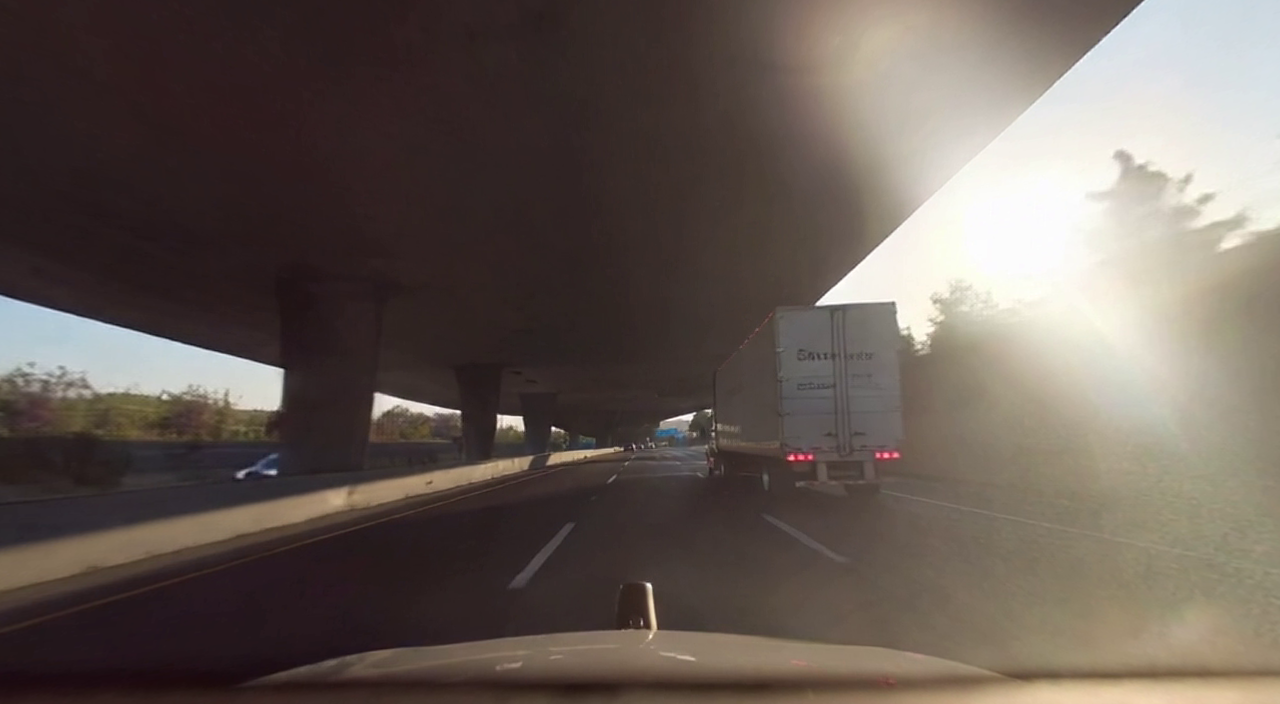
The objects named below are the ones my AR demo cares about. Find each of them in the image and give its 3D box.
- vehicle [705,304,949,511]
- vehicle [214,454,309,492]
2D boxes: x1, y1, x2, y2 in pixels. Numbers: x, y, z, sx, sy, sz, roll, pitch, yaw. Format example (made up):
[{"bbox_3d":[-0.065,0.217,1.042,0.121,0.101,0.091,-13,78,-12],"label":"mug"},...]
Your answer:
[{"bbox_3d":[4.522,2.119,20.207,3.187,4.197,15.004,0,-8,0],"label":"vehicle"},{"bbox_3d":[-17.614,5.604,29.501,1.838,1.518,4.109,0,-8,1],"label":"vehicle"}]
